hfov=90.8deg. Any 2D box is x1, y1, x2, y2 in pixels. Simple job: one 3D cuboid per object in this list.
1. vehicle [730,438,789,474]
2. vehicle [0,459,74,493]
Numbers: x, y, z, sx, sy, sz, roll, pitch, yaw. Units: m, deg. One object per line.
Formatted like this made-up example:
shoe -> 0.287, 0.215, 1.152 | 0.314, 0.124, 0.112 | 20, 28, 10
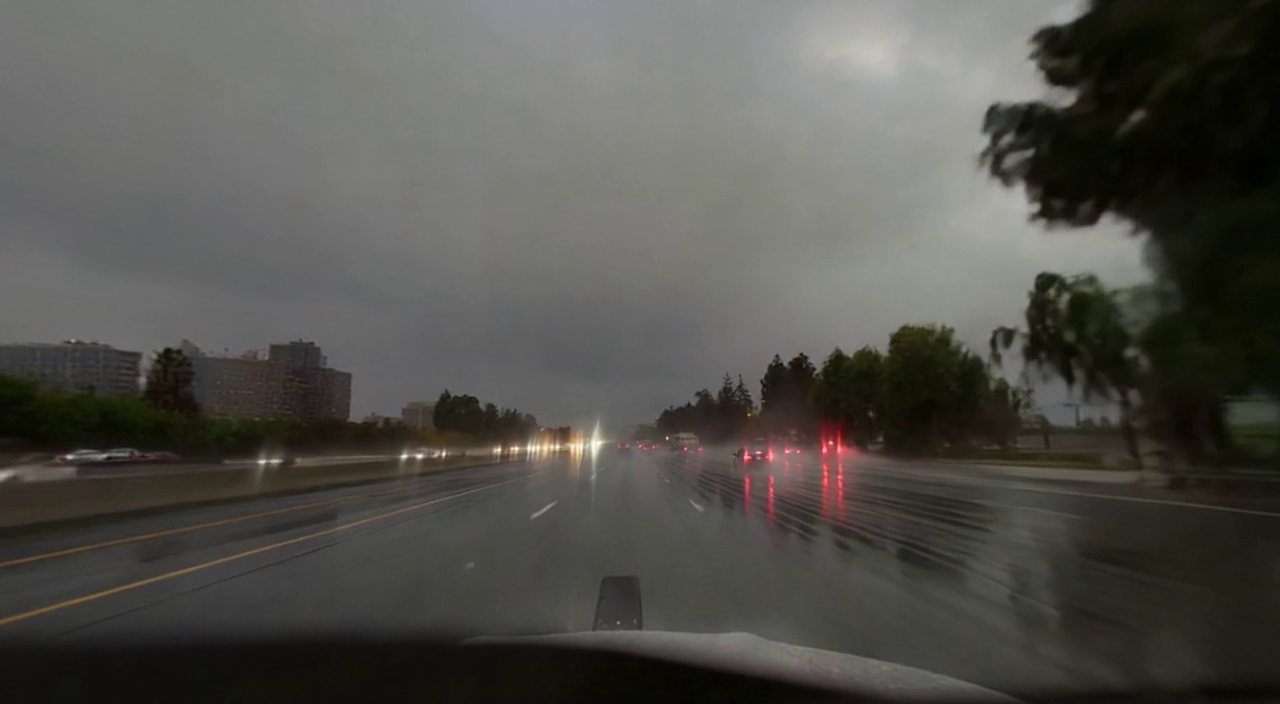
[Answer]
vehicle -> 6.038, 5.304, 32.434 | 2.030, 1.706, 4.279 | 0, -9, -2
vehicle -> -33.531, 6.583, 33.735 | 2.222, 1.647, 4.871 | 0, -9, -4
